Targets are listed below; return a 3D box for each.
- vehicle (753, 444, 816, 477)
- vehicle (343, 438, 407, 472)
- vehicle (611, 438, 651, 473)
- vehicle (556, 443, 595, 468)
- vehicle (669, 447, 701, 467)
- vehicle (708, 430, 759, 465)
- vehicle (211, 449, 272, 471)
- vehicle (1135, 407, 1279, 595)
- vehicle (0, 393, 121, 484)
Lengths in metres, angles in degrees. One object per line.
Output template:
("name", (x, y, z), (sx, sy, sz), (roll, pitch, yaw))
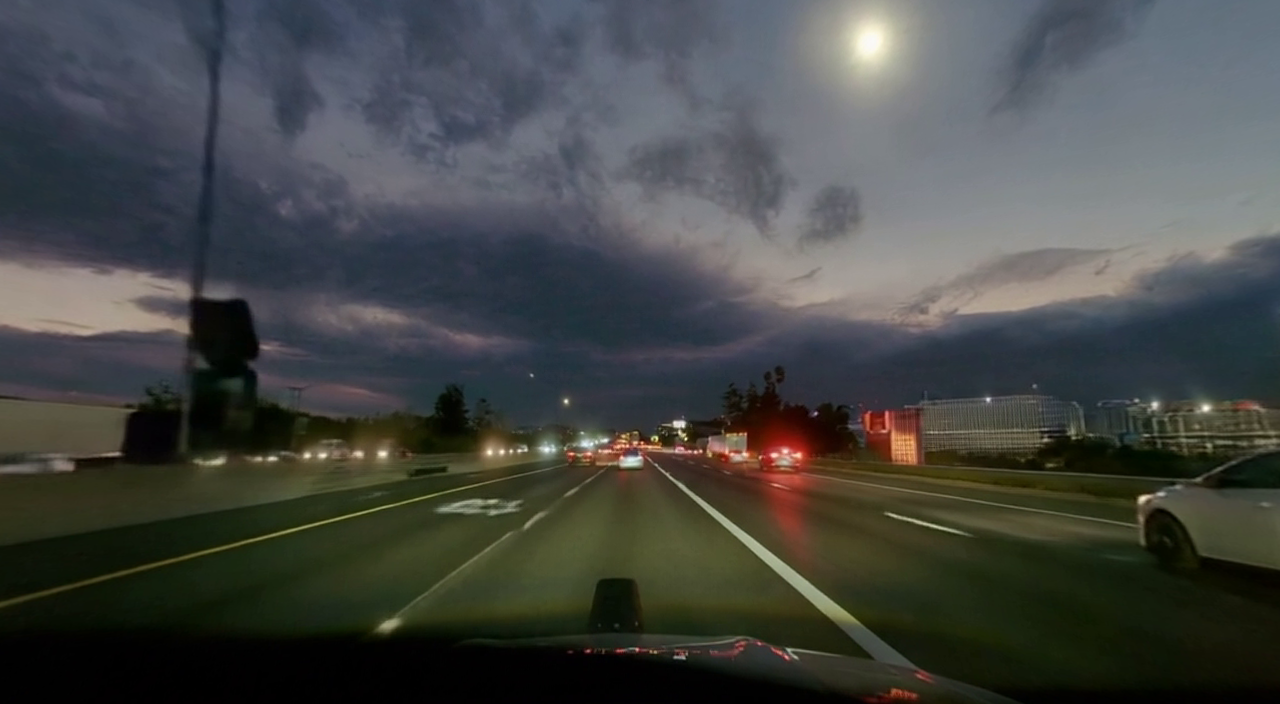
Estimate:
("vehicle", (6.795, 5.120, 30.104), (1.879, 1.428, 4.402), (0, -9, -1))
("vehicle", (-14.093, 5.465, 33.786), (1.715, 1.682, 3.811), (0, -9, 1))
("vehicle", (-0.442, 5.554, 34.072), (2.002, 1.759, 4.658), (0, -8, 0))
("vehicle", (-4.359, 7.121, 43.553), (2.126, 1.631, 4.643), (0, -8, 1))
("vehicle", (3.086, 7.262, 43.894), (1.816, 1.353, 3.809), (0, -8, -1))
("vehicle", (6.957, 7.240, 47.936), (2.790, 2.473, 6.815), (0, -8, 0))
("vehicle", (-29.201, 7.926, 46.410), (1.774, 1.505, 4.029), (0, -9, 0))
("vehicle", (6.706, 1.249, 5.124), (1.944, 1.666, 4.184), (0, -9, 0))
("vehicle", (-29.318, 3.494, 25.574), (2.848, 3.915, 16.523), (0, -9, 0))
